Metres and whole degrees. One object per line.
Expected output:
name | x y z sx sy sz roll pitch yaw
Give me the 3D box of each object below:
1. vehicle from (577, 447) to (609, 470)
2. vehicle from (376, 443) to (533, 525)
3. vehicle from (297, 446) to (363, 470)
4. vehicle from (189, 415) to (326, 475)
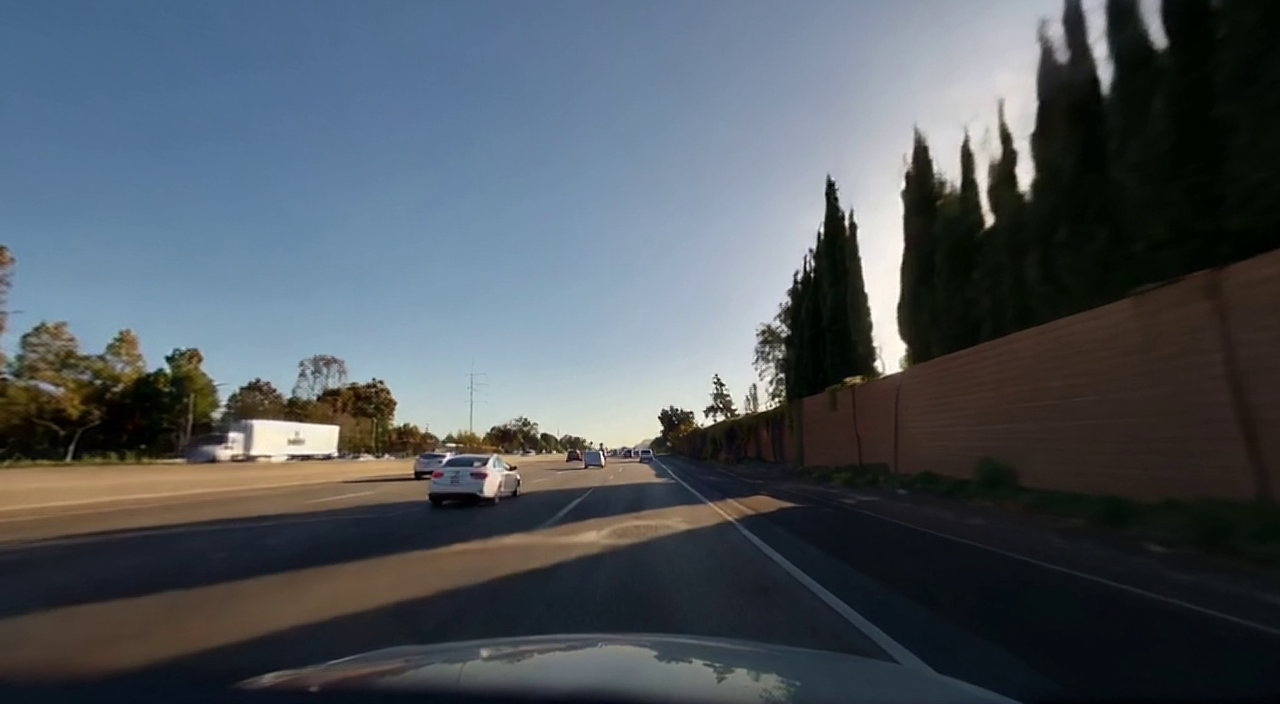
vehicle | -3.578 8.155 48.202 2.036 1.636 4.511 0 -9 1
vehicle | -3.832 2.819 13.999 1.945 1.484 4.803 -1 -9 1
vehicle | -24.258 8.329 49.361 2.157 1.741 5.728 -1 -9 1
vehicle | -28.041 7.010 47.091 2.980 3.886 11.254 -1 -9 1
